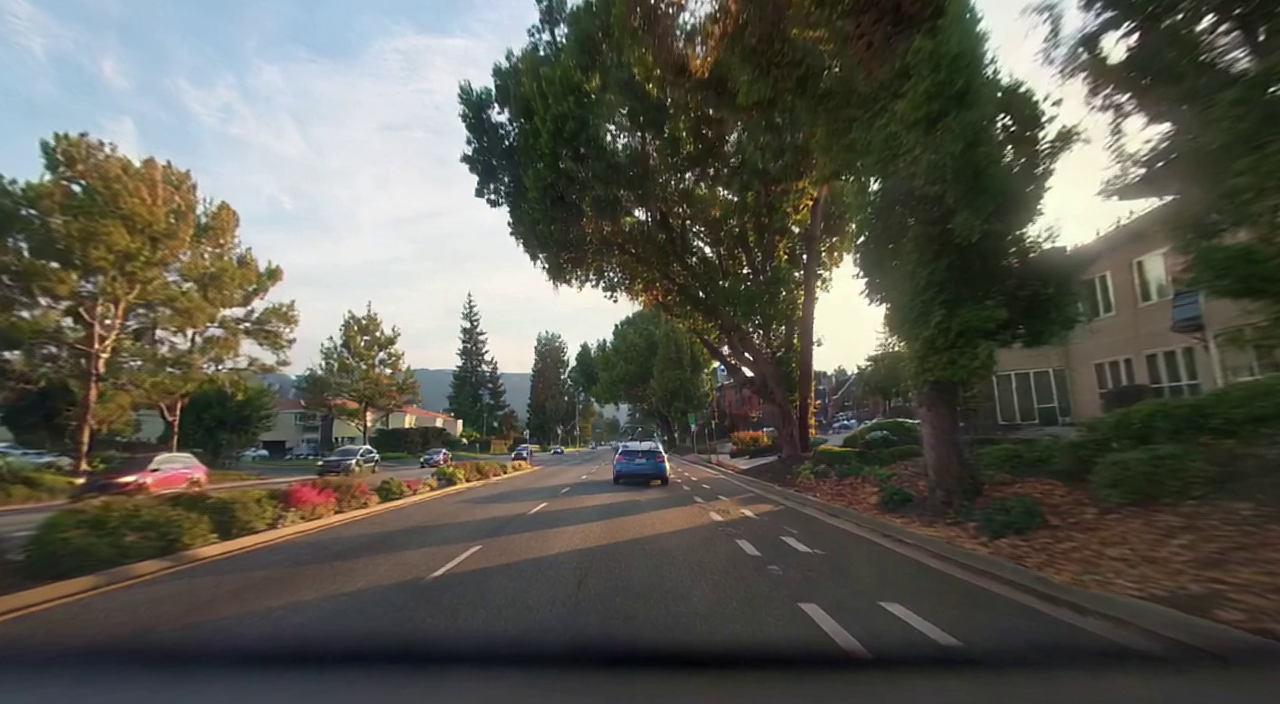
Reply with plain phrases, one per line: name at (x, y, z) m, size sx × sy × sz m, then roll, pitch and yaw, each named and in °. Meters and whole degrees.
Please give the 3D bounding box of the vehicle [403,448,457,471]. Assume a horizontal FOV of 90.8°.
vehicle at (-15.056, 7.718, 45.664) m, size 2.124 × 1.542 × 4.702 m, roll -1°, pitch -9°, yaw 2°

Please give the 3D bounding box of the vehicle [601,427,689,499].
vehicle at (0.116, 2.939, 17.045) m, size 2.094 × 1.682 × 3.866 m, roll 0°, pitch -9°, yaw 0°

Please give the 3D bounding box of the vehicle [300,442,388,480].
vehicle at (-15.676, 5.777, 33.809) m, size 2.283 × 1.880 × 4.960 m, roll 0°, pitch -9°, yaw 0°

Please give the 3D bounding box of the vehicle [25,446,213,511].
vehicle at (-15.213, 3.668, 18.849) m, size 1.948 × 1.690 × 4.303 m, roll 0°, pitch -9°, yaw 0°
